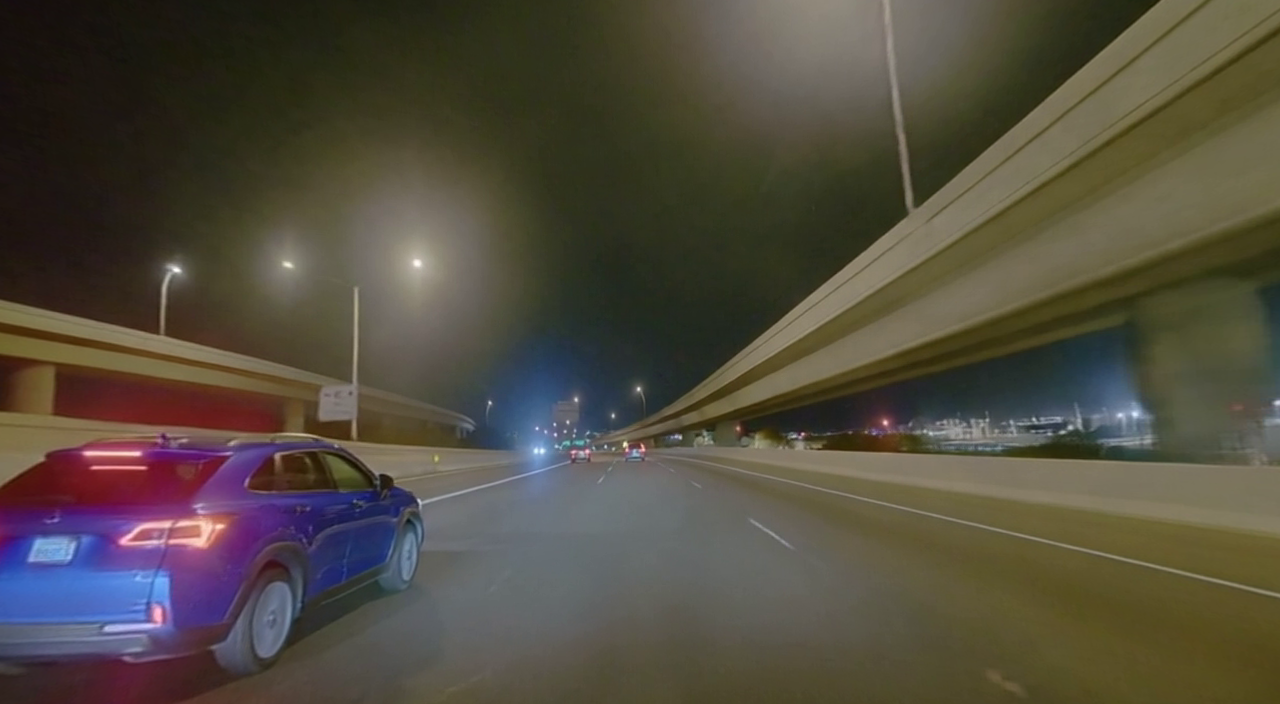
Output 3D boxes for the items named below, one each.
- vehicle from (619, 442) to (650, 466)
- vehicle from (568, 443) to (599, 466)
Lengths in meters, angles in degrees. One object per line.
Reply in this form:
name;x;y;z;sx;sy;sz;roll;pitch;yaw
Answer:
vehicle;-0.438;7.328;45.583;2.132;1.657;3.967;0;-8;-2
vehicle;-4.252;7.729;47.868;2.000;1.646;4.201;0;-8;-1
